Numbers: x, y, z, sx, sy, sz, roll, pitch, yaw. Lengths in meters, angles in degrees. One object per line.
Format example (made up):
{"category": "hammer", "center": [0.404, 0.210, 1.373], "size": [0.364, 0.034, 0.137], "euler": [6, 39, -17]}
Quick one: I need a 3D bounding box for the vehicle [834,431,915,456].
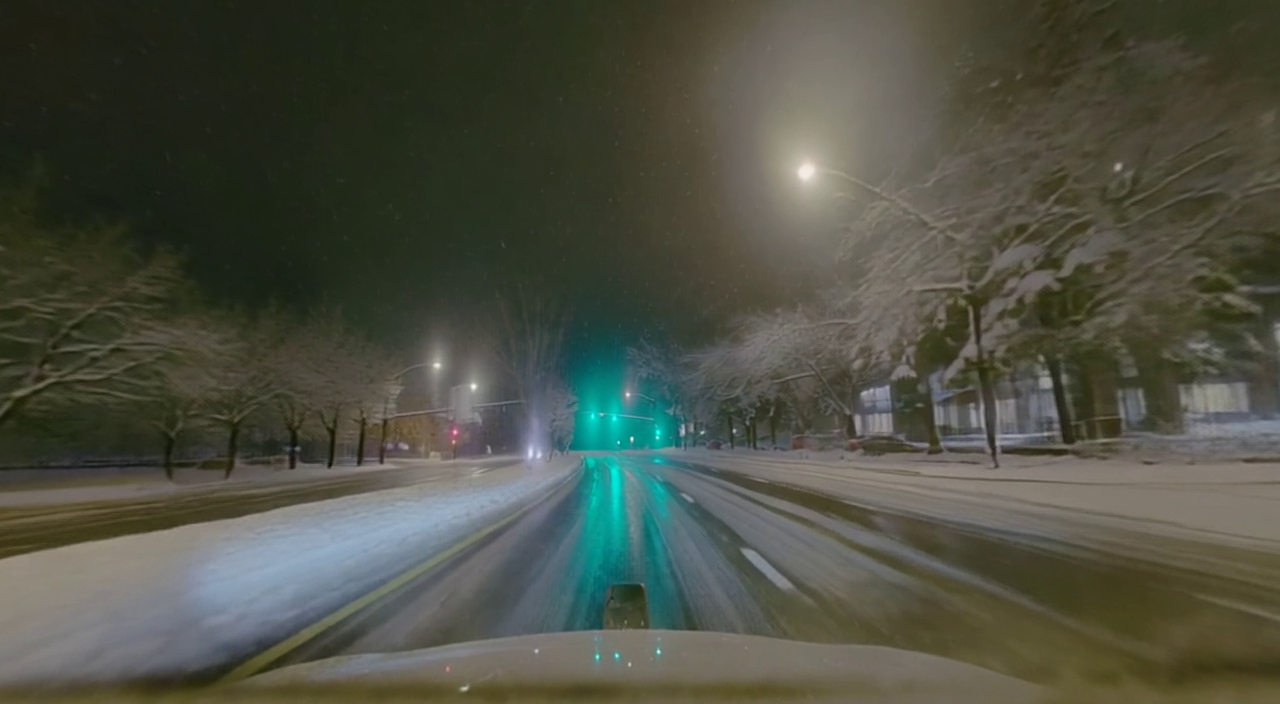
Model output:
{"category": "vehicle", "center": [15.825, 6.201, 42.717], "size": [4.510, 1.667, 2.247], "euler": [1, -8, -6]}
